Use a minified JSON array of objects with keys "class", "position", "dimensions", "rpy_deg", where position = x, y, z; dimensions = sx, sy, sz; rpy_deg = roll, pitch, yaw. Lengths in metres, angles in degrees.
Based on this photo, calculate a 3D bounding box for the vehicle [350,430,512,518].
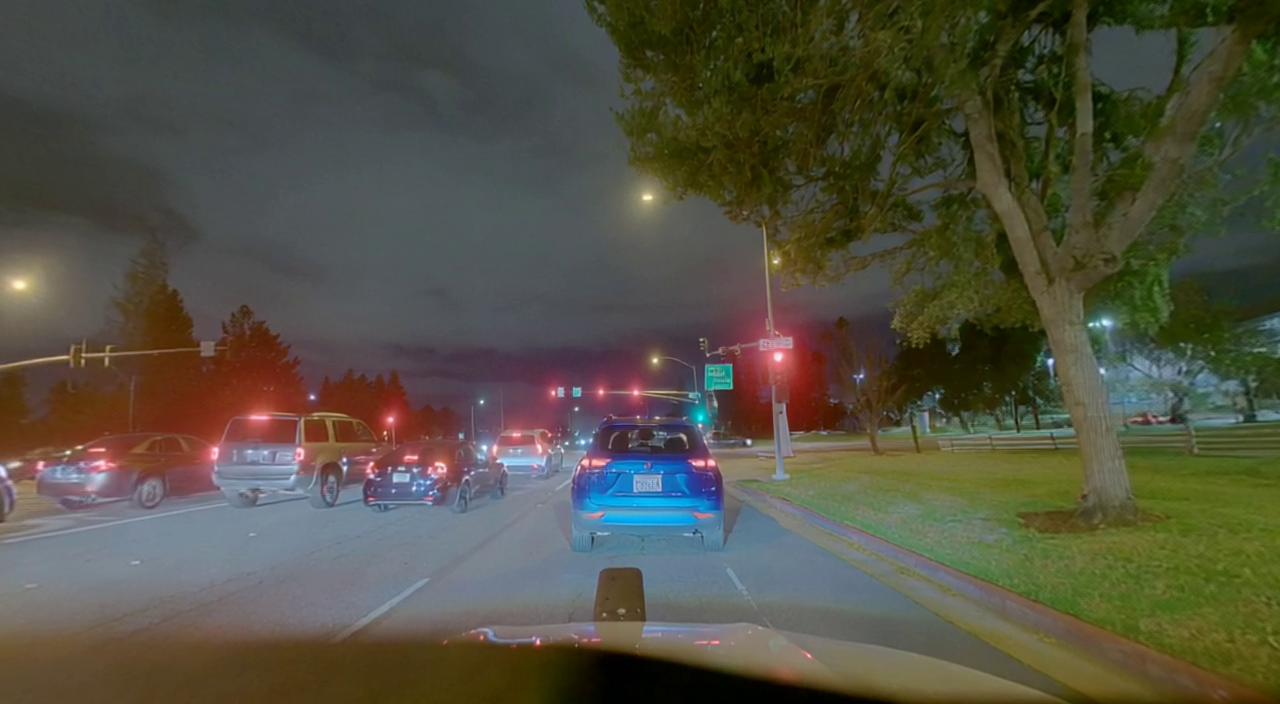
[{"class":"vehicle","position":[-4.087,2.453,13.208],"dimensions":[1.942,1.523,4.212],"rpy_deg":[0,-9,0]}]

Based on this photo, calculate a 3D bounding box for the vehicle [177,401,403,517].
[{"class":"vehicle","position":[-7.403,2.348,14.245],"dimensions":[2.195,2.093,5.185],"rpy_deg":[0,-9,-2]}]

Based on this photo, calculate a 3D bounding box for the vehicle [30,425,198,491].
[{"class":"vehicle","position":[-17.678,3.575,21.589],"dimensions":[2.136,1.976,4.342],"rpy_deg":[0,-9,-4]}]

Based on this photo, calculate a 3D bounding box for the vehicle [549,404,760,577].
[{"class":"vehicle","position":[0.102,1.676,8.400],"dimensions":[2.055,1.681,4.270],"rpy_deg":[0,-9,-1]}]
